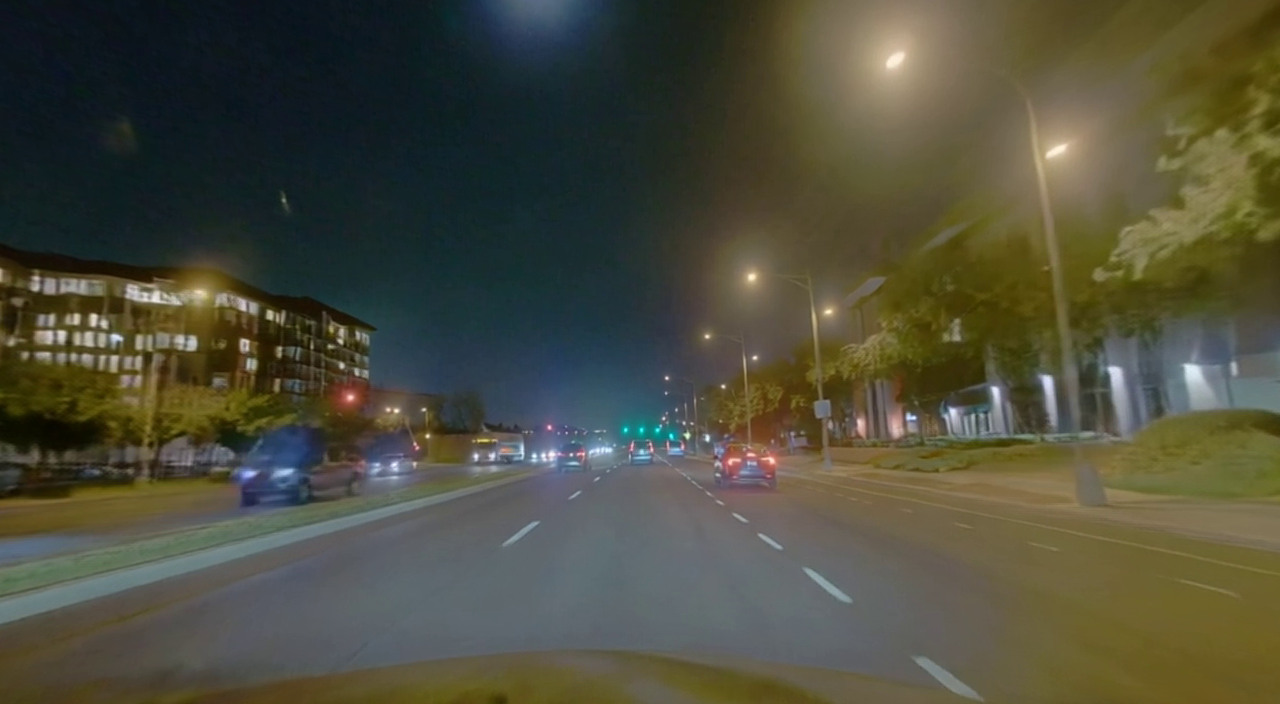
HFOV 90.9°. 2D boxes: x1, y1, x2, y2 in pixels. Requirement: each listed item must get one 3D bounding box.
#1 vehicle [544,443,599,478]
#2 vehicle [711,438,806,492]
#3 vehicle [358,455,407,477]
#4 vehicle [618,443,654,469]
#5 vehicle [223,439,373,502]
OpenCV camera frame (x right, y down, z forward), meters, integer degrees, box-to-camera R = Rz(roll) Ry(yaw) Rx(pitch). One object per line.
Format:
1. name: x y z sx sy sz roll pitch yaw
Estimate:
1. vehicle: -3.118 5.070 29.722 2.082 1.467 4.379 -1 -8 0
2. vehicle: 3.552 3.474 19.781 1.990 1.486 4.431 0 -8 -1
3. vehicle: -18.967 8.402 46.572 1.924 1.493 4.006 0 -8 0
4. vehicle: -0.265 6.415 39.147 2.101 1.480 3.929 0 -8 -1
5. vehicle: -12.394 4.296 23.494 2.296 1.941 5.816 -2 -8 0
